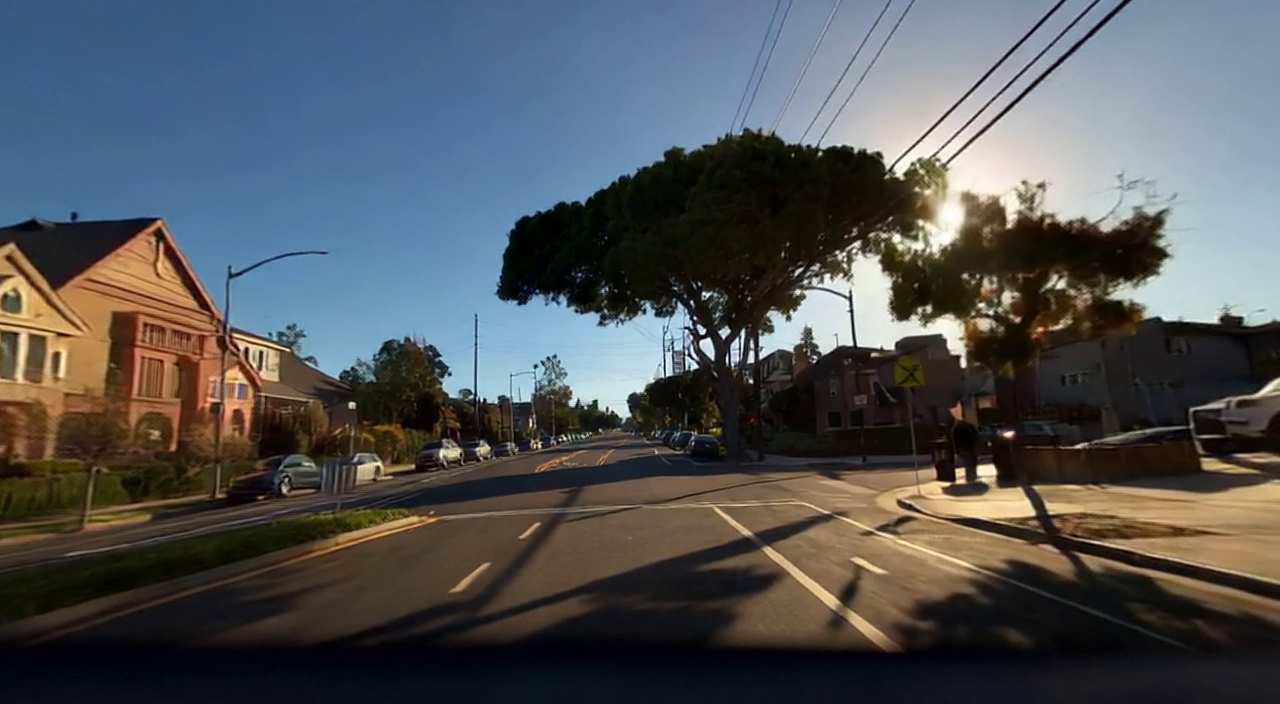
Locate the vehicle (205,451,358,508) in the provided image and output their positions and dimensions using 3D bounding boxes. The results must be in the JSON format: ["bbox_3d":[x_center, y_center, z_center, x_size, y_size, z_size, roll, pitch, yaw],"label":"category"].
[{"bbox_3d":[-11.122,3.957,20.107,1.970,1.523,4.702,-1,-8,2],"label":"vehicle"}]

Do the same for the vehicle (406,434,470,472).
[{"bbox_3d":[-11.200,5.630,35.372,2.056,1.980,4.763,0,-8,-1],"label":"vehicle"}]

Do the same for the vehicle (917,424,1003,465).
[{"bbox_3d":[13.824,3.939,27.141,2.122,1.474,4.313,-10,-10,41],"label":"vehicle"}]

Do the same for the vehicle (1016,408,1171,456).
[{"bbox_3d":[19.397,3.468,27.226,4.973,1.974,2.140,1,-9,-1],"label":"vehicle"}]

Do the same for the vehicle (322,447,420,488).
[{"bbox_3d":[-11.138,4.776,26.599,2.082,1.540,4.654,0,-8,0],"label":"vehicle"}]

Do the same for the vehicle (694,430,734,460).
[{"bbox_3d":[4.302,5.499,37.376,1.867,1.680,4.176,0,-8,0],"label":"vehicle"}]

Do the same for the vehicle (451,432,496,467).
[{"bbox_3d":[-11.349,6.637,43.258,1.926,1.998,4.447,-4,-6,-1],"label":"vehicle"}]
